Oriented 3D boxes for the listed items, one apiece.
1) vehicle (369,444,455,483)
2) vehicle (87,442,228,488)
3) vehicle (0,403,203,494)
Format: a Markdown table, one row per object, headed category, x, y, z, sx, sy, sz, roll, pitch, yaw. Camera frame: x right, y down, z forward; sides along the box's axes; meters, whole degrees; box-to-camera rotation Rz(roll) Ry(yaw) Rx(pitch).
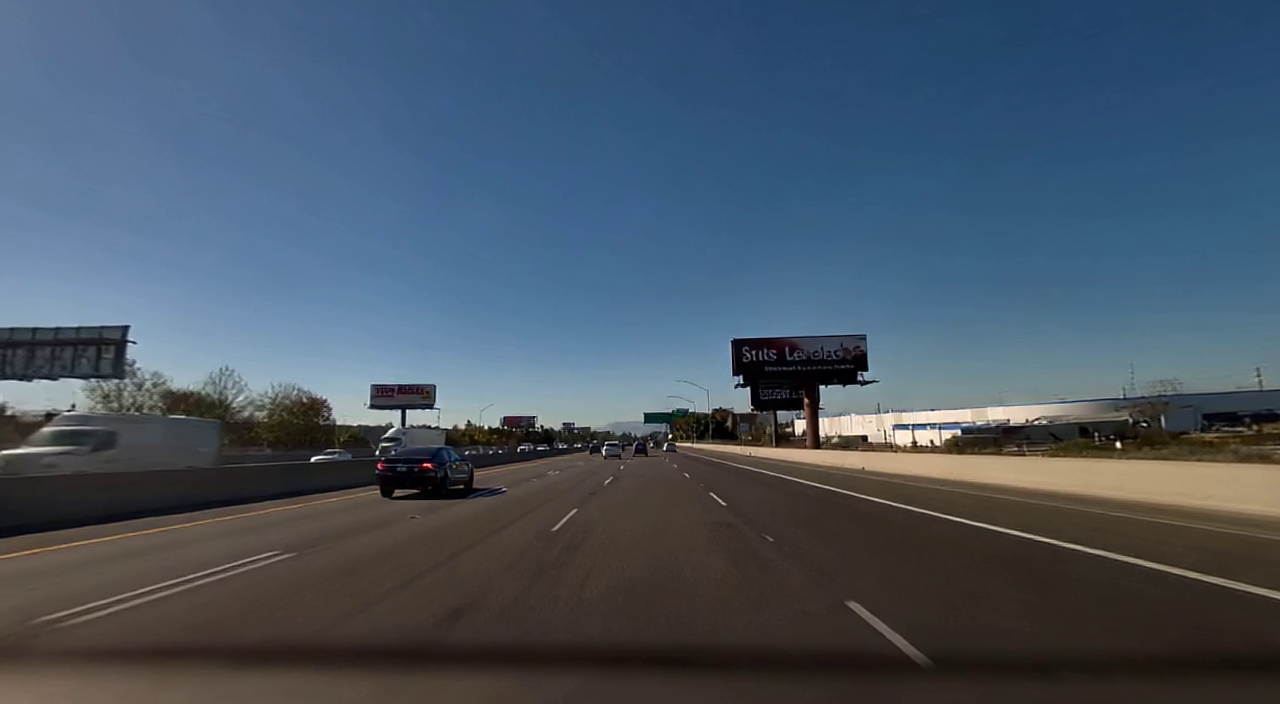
| category | x | y | z | sx | sy | sz | roll | pitch | yaw |
| --- | --- | --- | --- | --- | --- | --- | --- | --- | --- |
| vehicle | -9.730 | 4.769 | 27.228 | 1.974 | 1.513 | 4.584 | 0 | -9 | 0 |
| vehicle | -18.823 | 4.409 | 24.821 | 1.950 | 1.632 | 4.501 | 0 | -9 | 1 |
| vehicle | -22.091 | 3.948 | 25.821 | 2.796 | 3.163 | 7.255 | 0 | -9 | 1 |
